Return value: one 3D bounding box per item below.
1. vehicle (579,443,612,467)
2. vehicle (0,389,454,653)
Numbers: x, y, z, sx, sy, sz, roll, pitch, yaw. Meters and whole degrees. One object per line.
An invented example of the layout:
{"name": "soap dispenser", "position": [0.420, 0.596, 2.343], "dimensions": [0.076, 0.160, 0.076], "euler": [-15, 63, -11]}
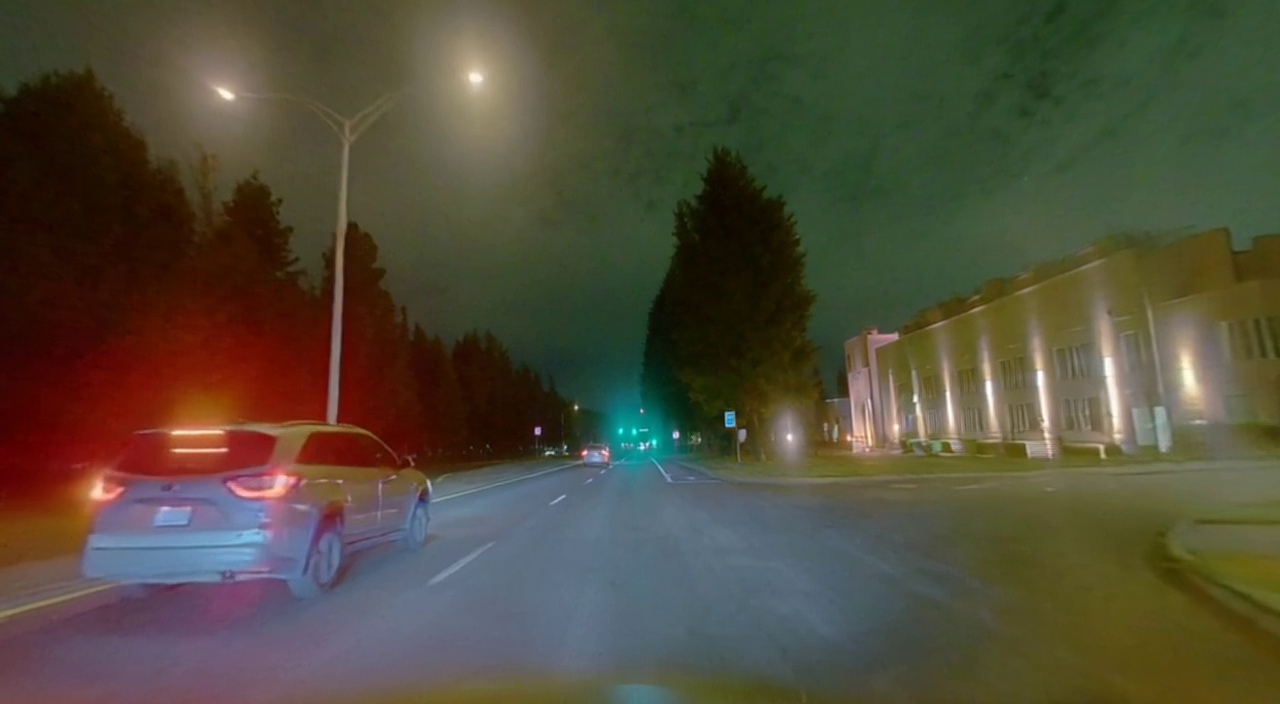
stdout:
{"name": "vehicle", "position": [-3.415, 8.023, 49.398], "dimensions": [2.179, 1.771, 4.267], "euler": [0, -9, 1]}
{"name": "vehicle", "position": [-3.776, 1.448, 6.531], "dimensions": [2.202, 1.685, 4.772], "euler": [0, -9, 1]}
